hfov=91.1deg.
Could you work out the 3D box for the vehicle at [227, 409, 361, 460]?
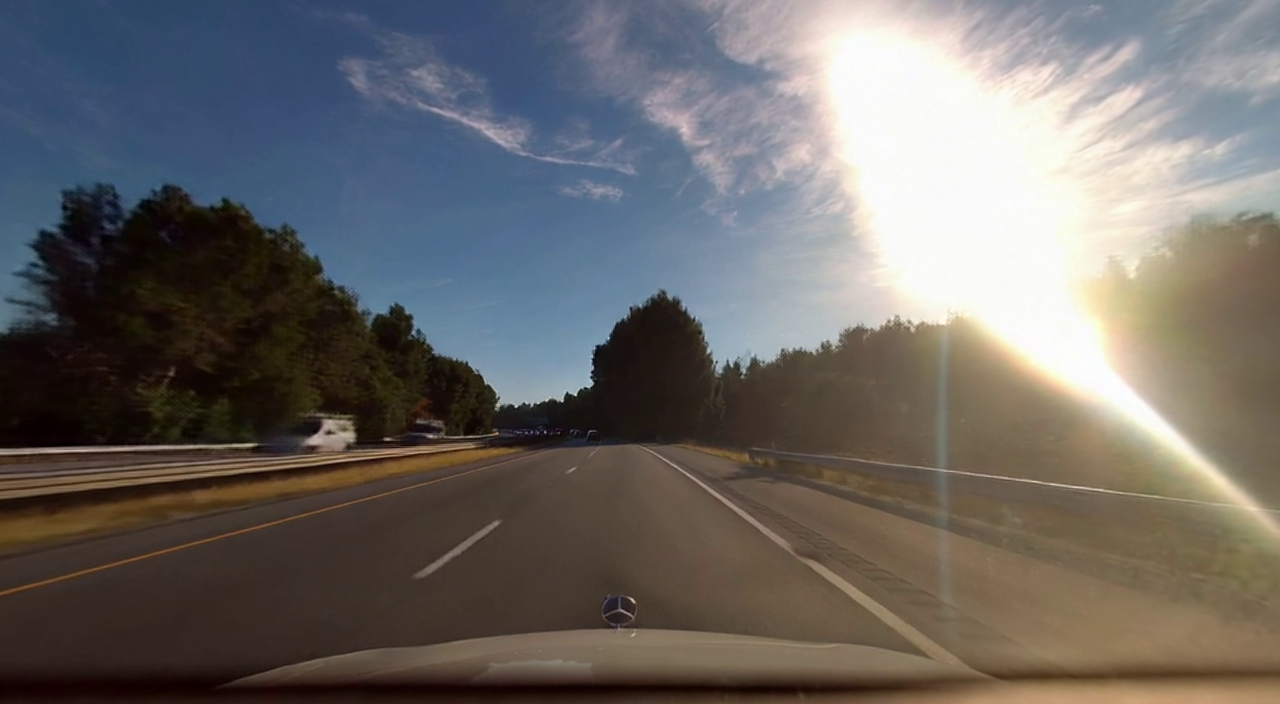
[{"bbox_3d":[-13.318,3.257,24.736,2.190,1.752,5.545,0,-8,-1],"label":"vehicle"}]
